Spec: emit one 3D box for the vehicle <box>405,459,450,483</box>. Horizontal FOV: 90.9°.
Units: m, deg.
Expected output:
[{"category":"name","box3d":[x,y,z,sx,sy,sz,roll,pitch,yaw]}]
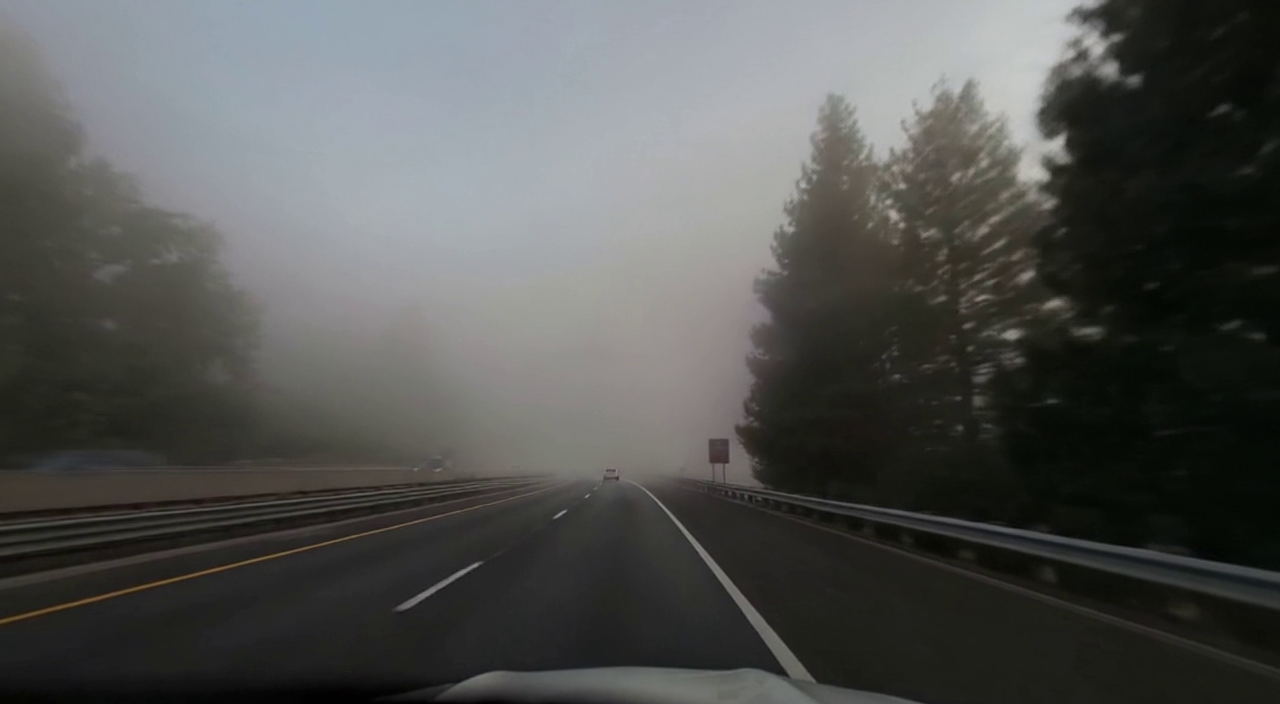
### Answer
[{"category":"vehicle","box3d":[-14.767,8.321,44.003,1.805,1.522,3.979,1,-11,-1]}]
